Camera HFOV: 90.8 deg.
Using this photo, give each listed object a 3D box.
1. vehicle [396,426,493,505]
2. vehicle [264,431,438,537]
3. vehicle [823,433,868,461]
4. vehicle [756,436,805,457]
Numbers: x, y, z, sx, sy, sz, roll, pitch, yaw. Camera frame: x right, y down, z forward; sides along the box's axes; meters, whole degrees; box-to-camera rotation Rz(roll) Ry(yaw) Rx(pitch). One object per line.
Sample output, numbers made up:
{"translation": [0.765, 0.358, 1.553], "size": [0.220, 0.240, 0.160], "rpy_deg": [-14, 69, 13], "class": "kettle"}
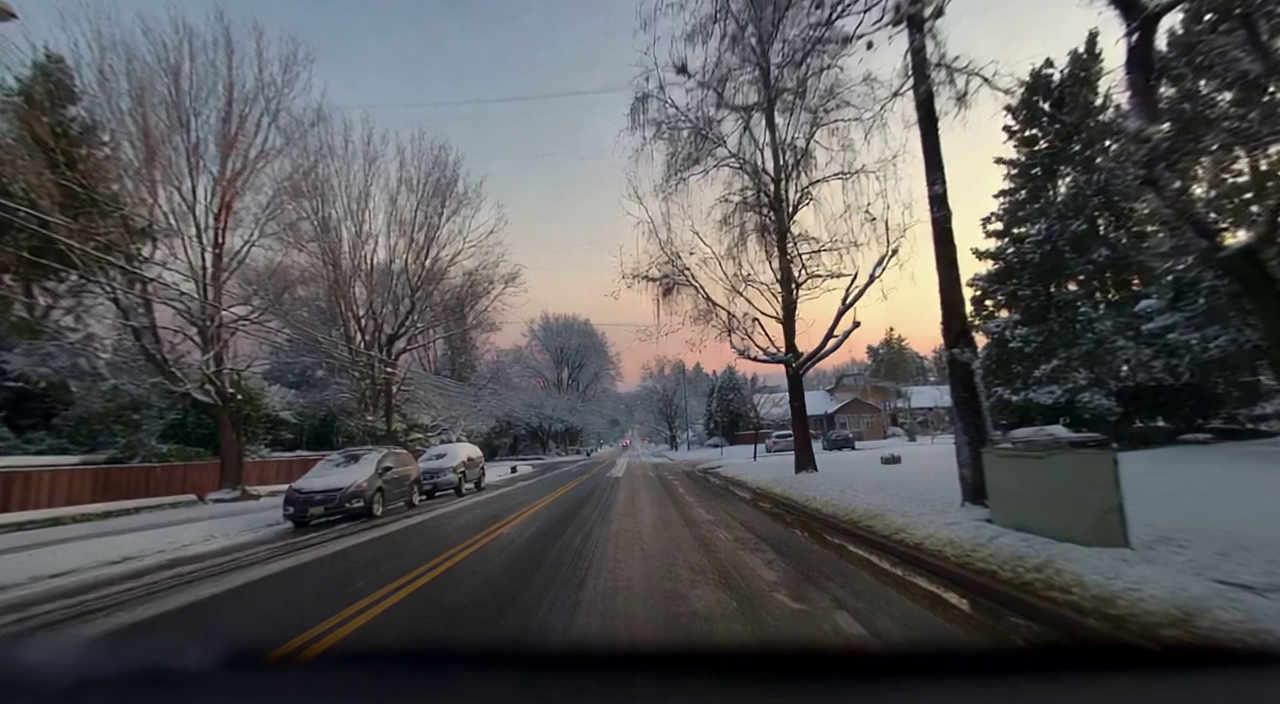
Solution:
{"translation": [-6.858, 4.021, 22.648], "size": [2.057, 2.317, 4.386], "rpy_deg": [-6, -9, -1], "class": "vehicle"}
{"translation": [-6.985, 3.227, 15.925], "size": [2.173, 2.020, 4.770], "rpy_deg": [-6, -10, -1], "class": "vehicle"}
{"translation": [13.716, 6.316, 41.982], "size": [1.860, 1.697, 4.292], "rpy_deg": [-5, -10, 30], "class": "vehicle"}
{"translation": [9.289, 6.301, 42.136], "size": [1.922, 1.263, 4.664], "rpy_deg": [0, -9, -3], "class": "vehicle"}
